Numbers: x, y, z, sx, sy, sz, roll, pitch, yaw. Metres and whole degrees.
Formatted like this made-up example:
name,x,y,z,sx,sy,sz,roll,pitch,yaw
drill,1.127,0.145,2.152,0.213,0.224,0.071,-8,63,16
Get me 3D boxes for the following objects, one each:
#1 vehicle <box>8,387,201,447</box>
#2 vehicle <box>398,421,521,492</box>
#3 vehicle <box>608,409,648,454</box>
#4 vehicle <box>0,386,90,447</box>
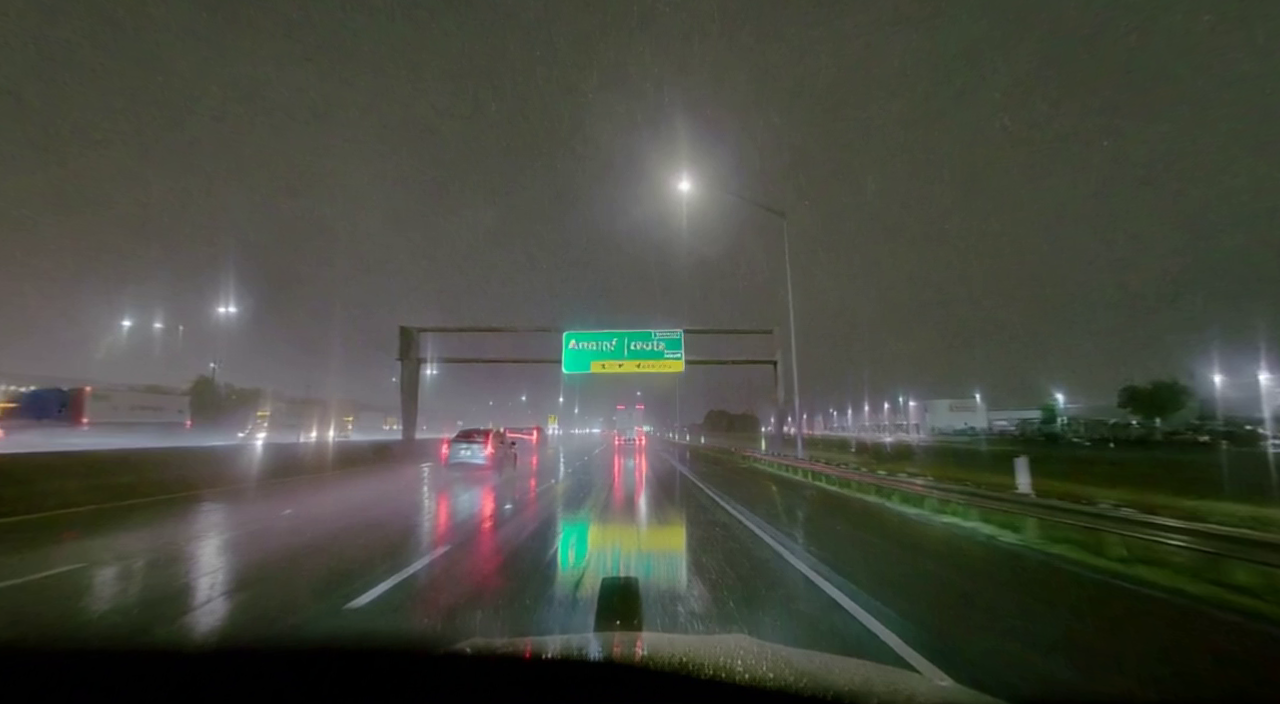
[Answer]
name,x,y,z,sx,sy,sz,roll,pitch,yaw
vehicle,-41.226,5.381,49.683,2.897,4.069,14.415,0,-8,-1
vehicle,-4.349,2.568,15.808,1.932,1.544,3.864,0,-8,0
vehicle,-0.843,5.229,41.163,2.418,2.704,6.445,0,-8,-2
vehicle,-40.959,4.386,42.290,2.965,3.844,5.242,1,-7,-1
